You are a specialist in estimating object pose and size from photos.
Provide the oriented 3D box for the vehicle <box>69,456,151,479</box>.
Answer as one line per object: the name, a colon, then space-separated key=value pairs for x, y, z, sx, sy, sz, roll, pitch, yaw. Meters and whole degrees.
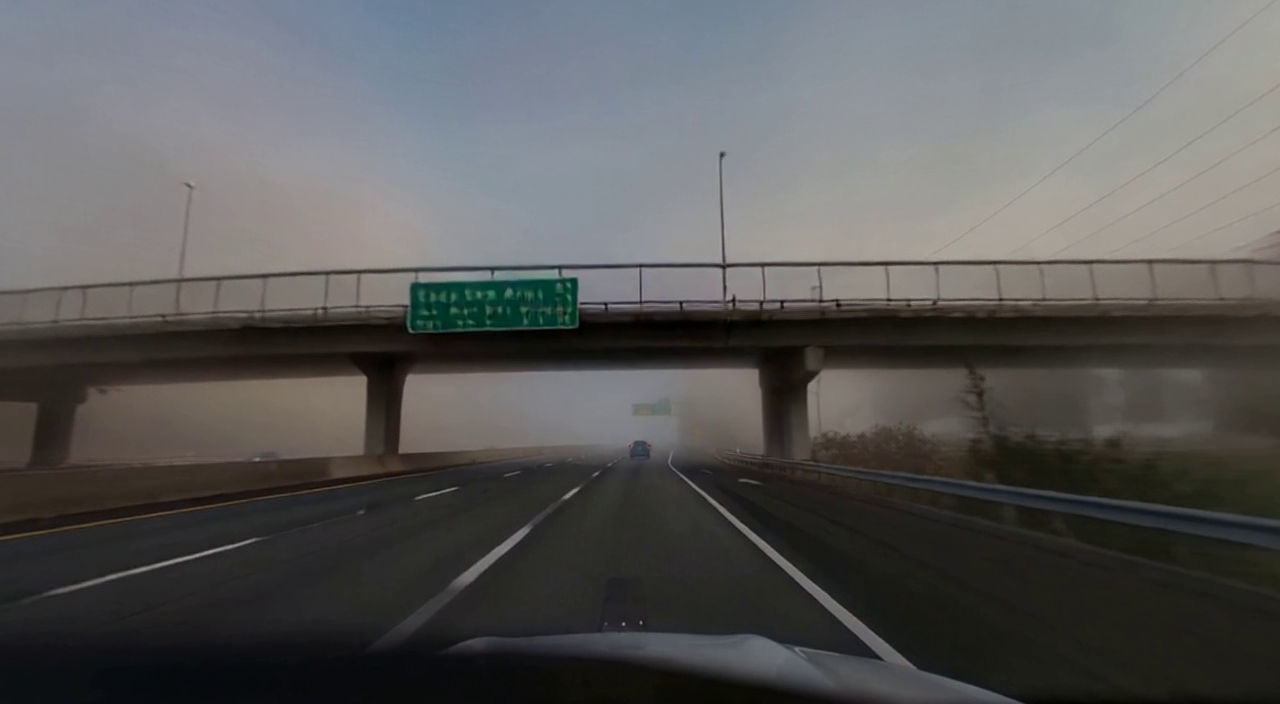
vehicle: x=-39.703 y=8.656 z=47.415 sx=1.895 sy=1.540 sz=4.839 roll=0 pitch=-8 yaw=1
